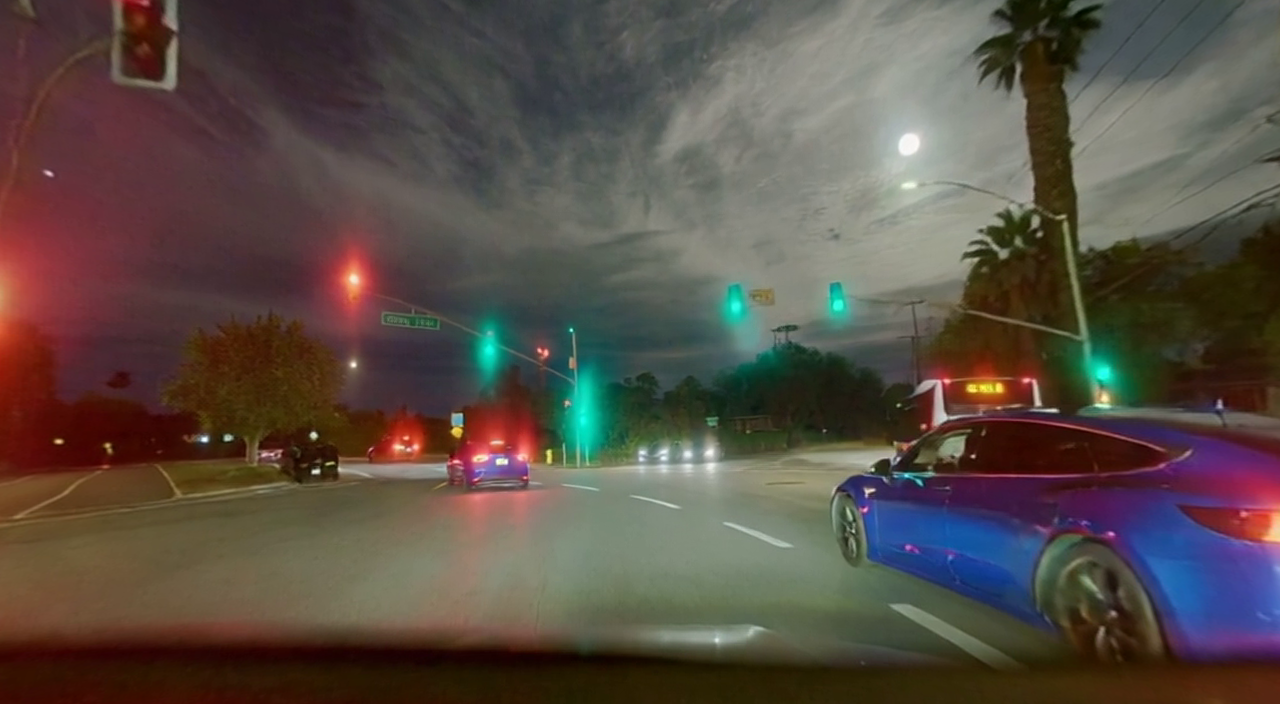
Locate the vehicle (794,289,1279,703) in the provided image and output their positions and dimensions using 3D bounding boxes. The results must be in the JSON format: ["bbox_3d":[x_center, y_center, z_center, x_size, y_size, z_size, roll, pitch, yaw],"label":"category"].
[{"bbox_3d":[3.033,1.062,4.577,2.205,1.803,5.135,0,-8,-4],"label":"vehicle"}]

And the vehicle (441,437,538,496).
[{"bbox_3d":[-5.102,3.716,20.972,2.341,1.709,4.466,3,-9,-23],"label":"vehicle"}]

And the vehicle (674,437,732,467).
[{"bbox_3d":[3.967,6.105,38.818,2.122,1.730,5.138,-4,-9,22],"label":"vehicle"}]

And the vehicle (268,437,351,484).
[{"bbox_3d":[-15.155,4.878,28.784,2.283,1.878,5.384,6,-11,-38],"label":"vehicle"}]

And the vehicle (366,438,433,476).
[{"bbox_3d":[-13.221,5.683,34.549,2.272,1.891,4.562,6,-10,-35],"label":"vehicle"}]

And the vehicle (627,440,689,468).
[{"bbox_3d":[1.250,6.695,41.612,2.290,1.688,5.224,-5,-10,22],"label":"vehicle"}]
